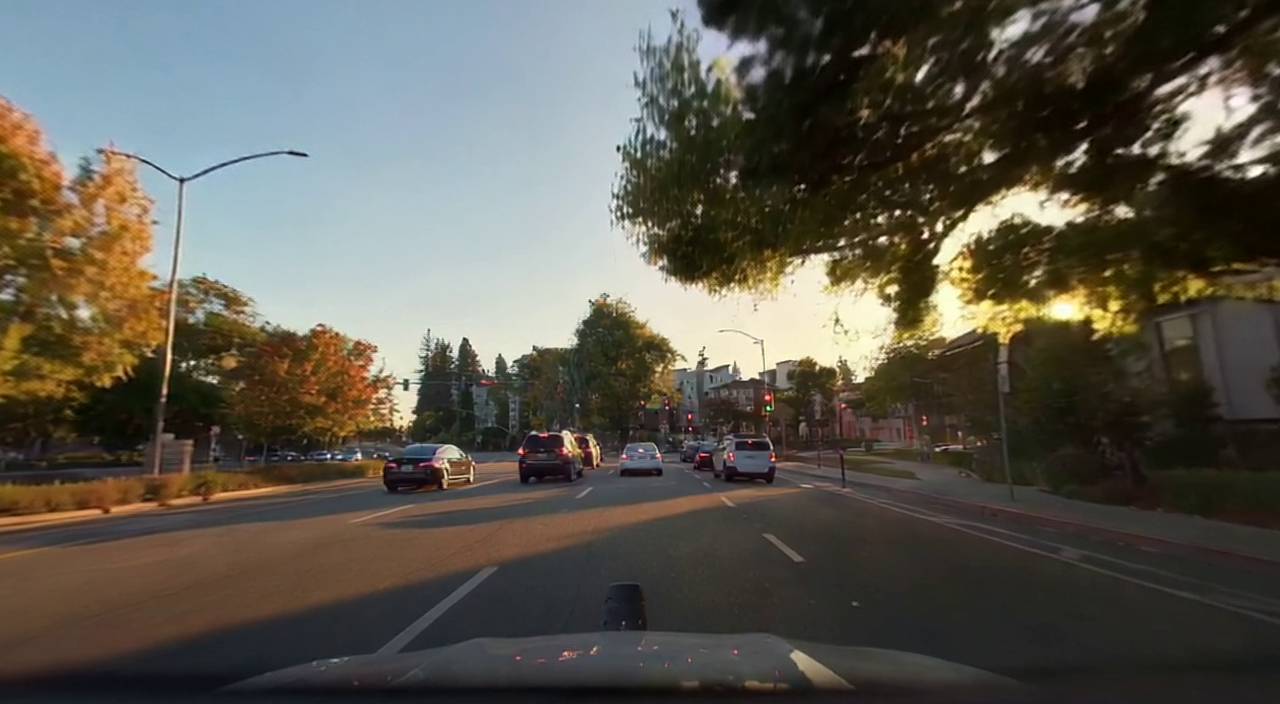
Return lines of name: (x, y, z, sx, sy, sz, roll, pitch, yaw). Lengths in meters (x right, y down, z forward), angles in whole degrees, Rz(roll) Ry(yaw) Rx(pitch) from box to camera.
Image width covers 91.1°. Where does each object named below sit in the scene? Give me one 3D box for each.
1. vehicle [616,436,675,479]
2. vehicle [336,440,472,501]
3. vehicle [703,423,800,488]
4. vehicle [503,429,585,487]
vehicle: (0.176, 3.952, 23.775, 2.021, 1.461, 3.862, 0, -8, 0)
vehicle: (-6.315, 3.202, 17.469, 1.926, 1.465, 4.620, 0, -8, 1)
vehicle: (3.397, 3.273, 20.142, 2.141, 1.833, 4.704, 0, -8, -1)
vehicle: (-3.024, 3.448, 20.731, 1.912, 1.703, 4.261, 0, -8, 1)
